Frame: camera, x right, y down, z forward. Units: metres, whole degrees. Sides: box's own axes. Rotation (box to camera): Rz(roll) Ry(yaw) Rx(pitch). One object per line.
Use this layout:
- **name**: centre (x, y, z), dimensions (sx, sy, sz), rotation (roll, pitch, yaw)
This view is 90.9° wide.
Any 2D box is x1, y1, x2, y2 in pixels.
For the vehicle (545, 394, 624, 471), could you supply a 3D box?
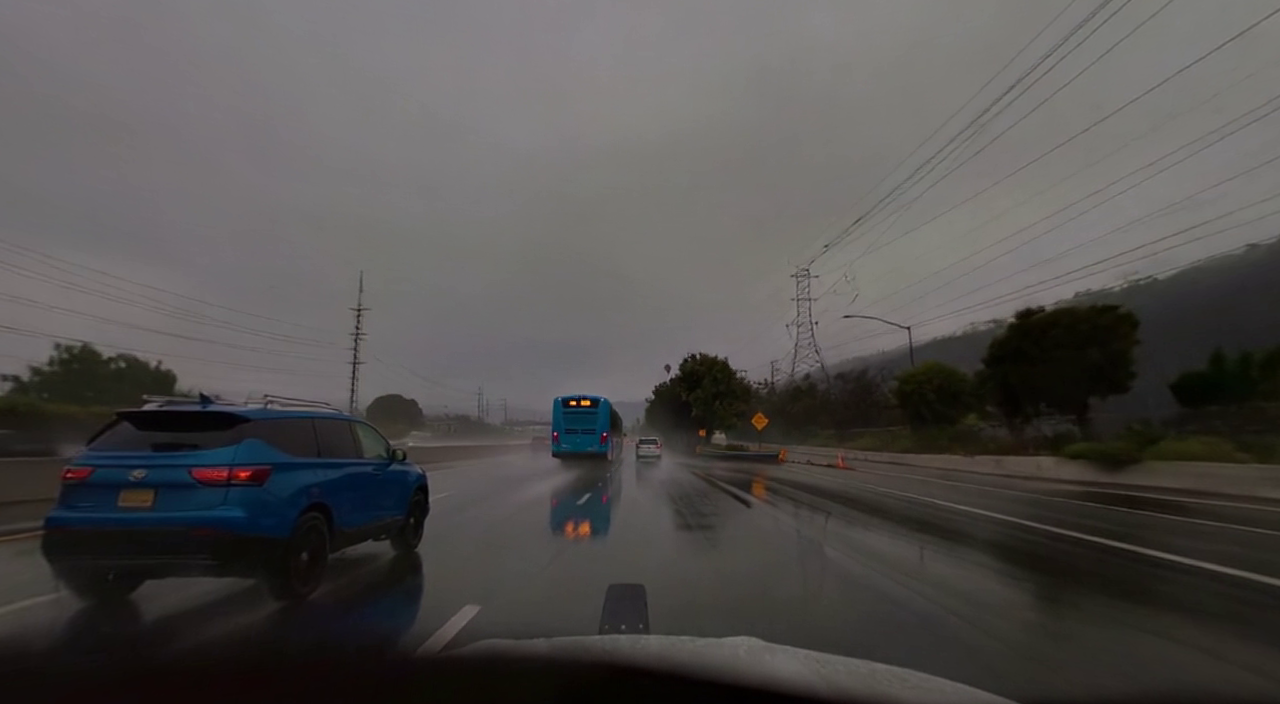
- **vehicle**: centre (-2.863, 4.823, 36.909), dimensions (3.382, 3.712, 11.766), rotation (1, -9, 1)

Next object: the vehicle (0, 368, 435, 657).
- **vehicle**: centre (-3.707, 1.274, 5.980), dimensions (2.021, 1.730, 4.223), rotation (0, -8, 1)

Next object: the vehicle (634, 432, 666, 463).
- **vehicle**: centre (0.675, 6.577, 43.443), dimensions (2.083, 2.001, 4.782), rotation (0, -8, 1)
